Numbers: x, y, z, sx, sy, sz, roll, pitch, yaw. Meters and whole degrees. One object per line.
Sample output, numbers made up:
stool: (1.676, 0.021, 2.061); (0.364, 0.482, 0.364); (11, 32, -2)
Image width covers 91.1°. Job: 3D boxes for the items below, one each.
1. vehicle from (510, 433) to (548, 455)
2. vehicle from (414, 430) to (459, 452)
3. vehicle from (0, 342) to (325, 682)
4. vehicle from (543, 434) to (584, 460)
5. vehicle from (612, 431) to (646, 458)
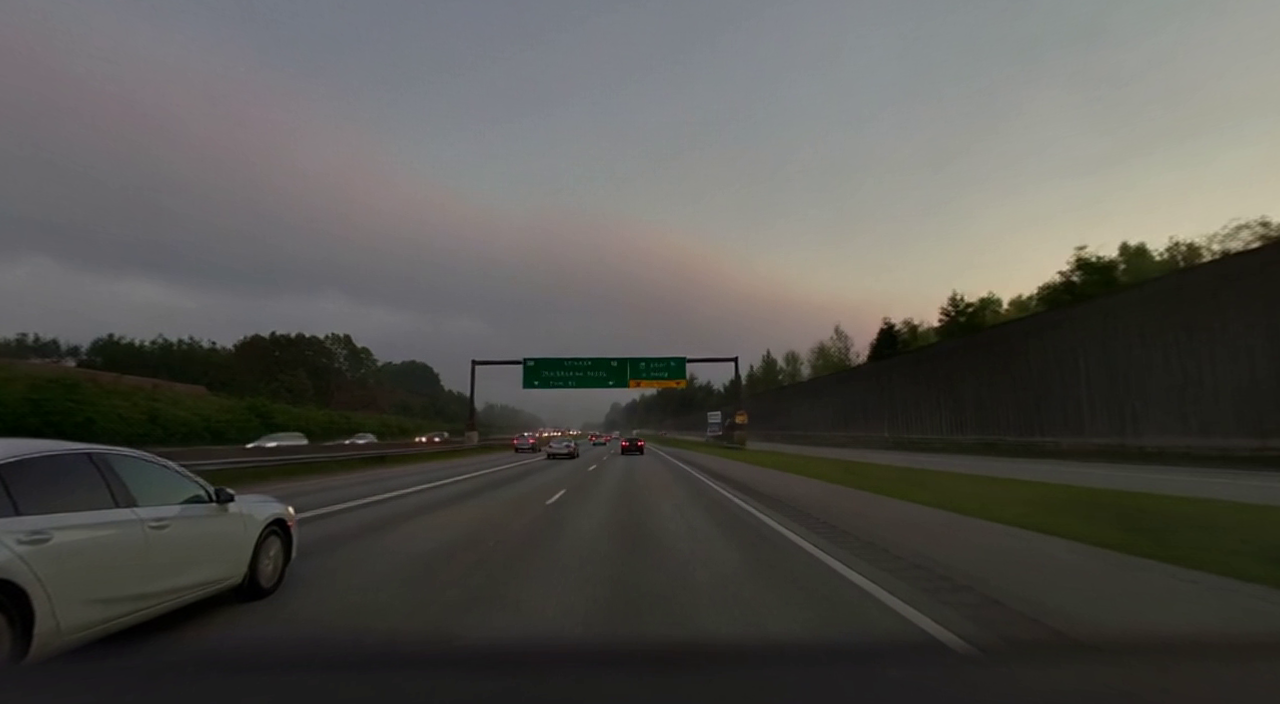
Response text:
vehicle: (-8.206, 6.830, 46.834); (1.953, 1.524, 4.863); (0, -8, 0)
vehicle: (-16.085, 7.031, 49.983); (2.070, 1.653, 4.378); (0, -8, 0)
vehicle: (-4.469, 1.047, 4.723); (1.971, 1.822, 4.366); (0, -8, -1)
vehicle: (-4.359, 5.466, 36.403); (1.909, 1.445, 4.087); (0, -8, 0)
vehicle: (-0.658, 5.778, 39.516); (2.002, 1.611, 3.778); (0, -8, 0)
